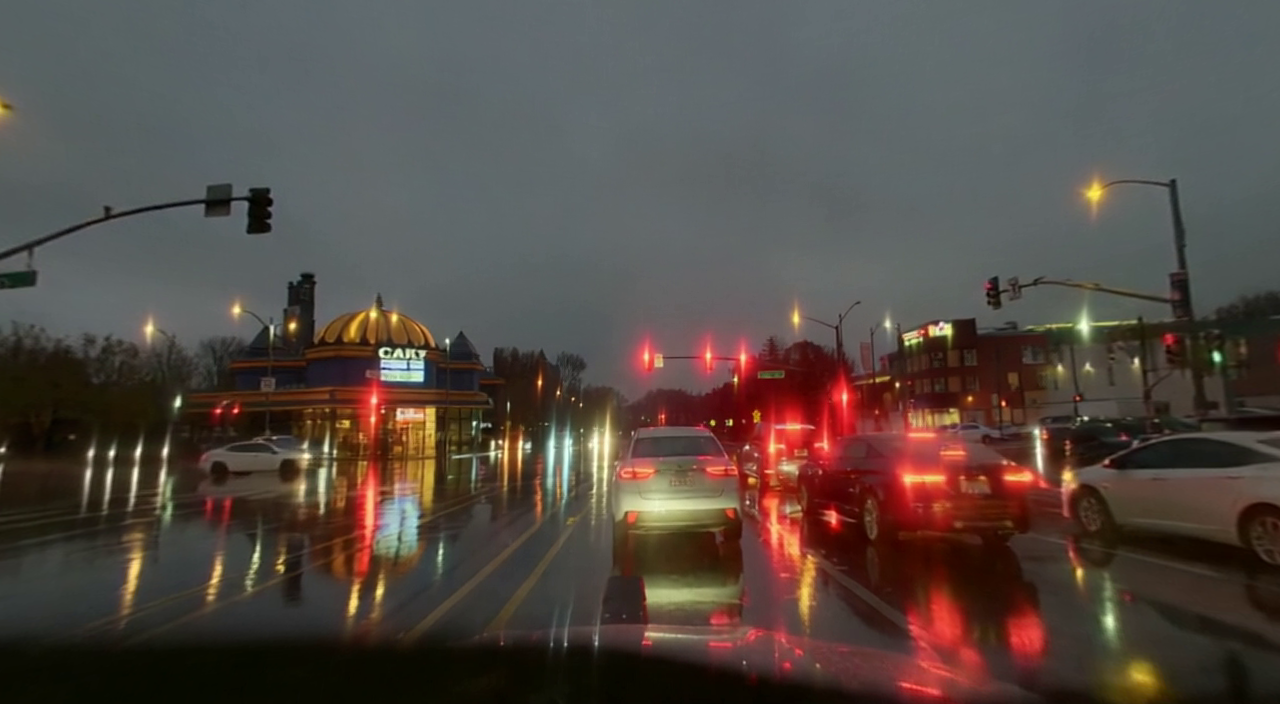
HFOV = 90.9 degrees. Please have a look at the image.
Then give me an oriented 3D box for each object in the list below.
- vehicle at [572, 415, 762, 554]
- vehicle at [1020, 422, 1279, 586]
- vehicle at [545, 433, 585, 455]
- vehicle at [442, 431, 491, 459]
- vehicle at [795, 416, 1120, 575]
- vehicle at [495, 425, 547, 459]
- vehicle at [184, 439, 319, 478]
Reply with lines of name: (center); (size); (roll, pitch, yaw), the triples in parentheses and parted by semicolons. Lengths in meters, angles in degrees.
vehicle: (0.255, 1.731, 8.880); (2.073, 1.496, 3.892); (0, -8, -1)
vehicle: (6.770, 1.589, 7.217); (2.059, 1.458, 4.395); (0, -8, -1)
vehicle: (-5.295, 6.592, 45.114); (2.200, 1.480, 4.292); (0, -8, 1)
vehicle: (-12.021, 6.502, 44.079); (2.122, 1.829, 4.559); (0, -8, 0)
vehicle: (3.550, 1.674, 8.229); (1.883, 1.480, 4.489); (0, -8, 0)
vehicle: (-8.696, 6.621, 46.757); (2.710, 2.022, 5.889); (-2, -4, 0)
vehicle: (-17.912, 4.899, 29.335); (4.833, 1.701, 2.077); (2, -8, -13)
